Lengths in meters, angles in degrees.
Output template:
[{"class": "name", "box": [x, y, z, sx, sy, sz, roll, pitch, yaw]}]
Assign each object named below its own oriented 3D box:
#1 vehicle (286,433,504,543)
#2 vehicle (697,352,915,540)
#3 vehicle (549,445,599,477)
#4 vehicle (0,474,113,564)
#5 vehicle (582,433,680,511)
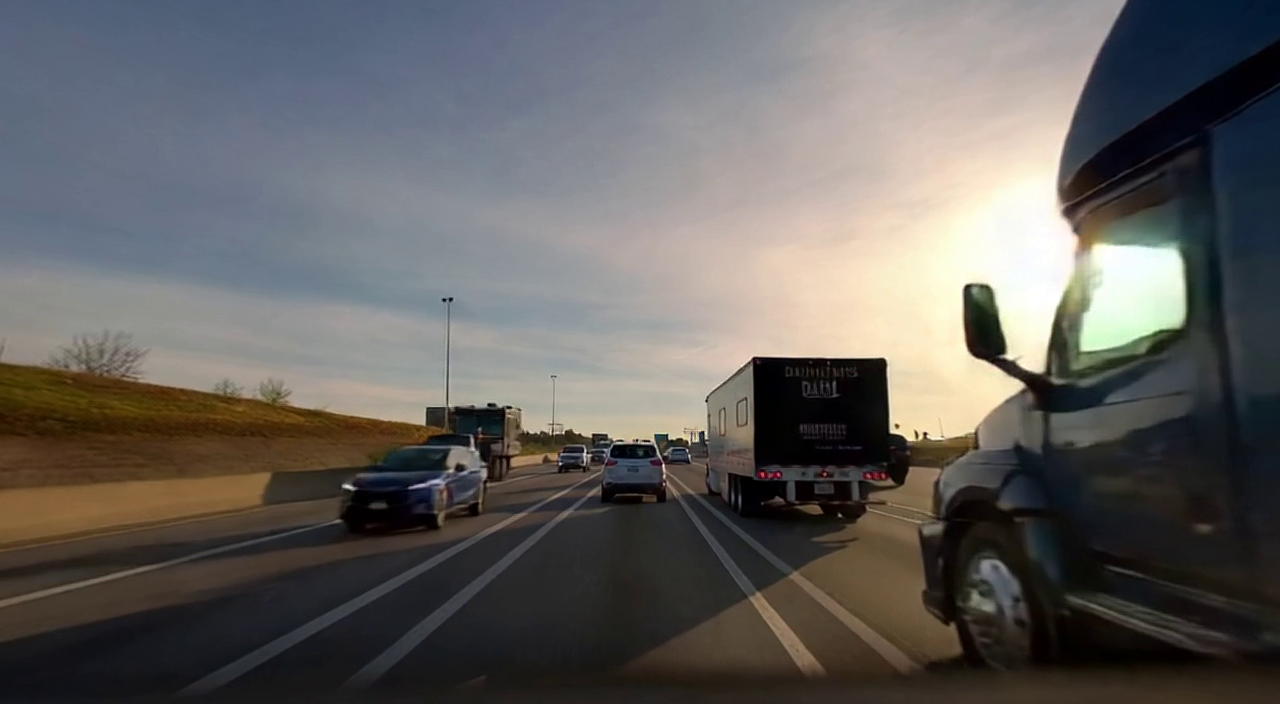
[{"class": "vehicle", "box": [-4.085, 2.354, 11.607, 2.023, 1.576, 4.784, 0, -9, 1]}, {"class": "vehicle", "box": [2.927, 2.020, 13.610, 2.533, 2.942, 7.280, 0, -9, -1]}, {"class": "vehicle", "box": [-3.556, 5.983, 34.846, 2.098, 1.659, 4.432, 0, -9, 2]}, {"class": "vehicle", "box": [-30.140, 7.394, 27.067, 3.358, 3.720, 13.340, 0, -9, 1]}, {"class": "vehicle", "box": [-0.208, 2.992, 16.177, 2.201, 1.719, 4.058, 0, -9, 0]}]
